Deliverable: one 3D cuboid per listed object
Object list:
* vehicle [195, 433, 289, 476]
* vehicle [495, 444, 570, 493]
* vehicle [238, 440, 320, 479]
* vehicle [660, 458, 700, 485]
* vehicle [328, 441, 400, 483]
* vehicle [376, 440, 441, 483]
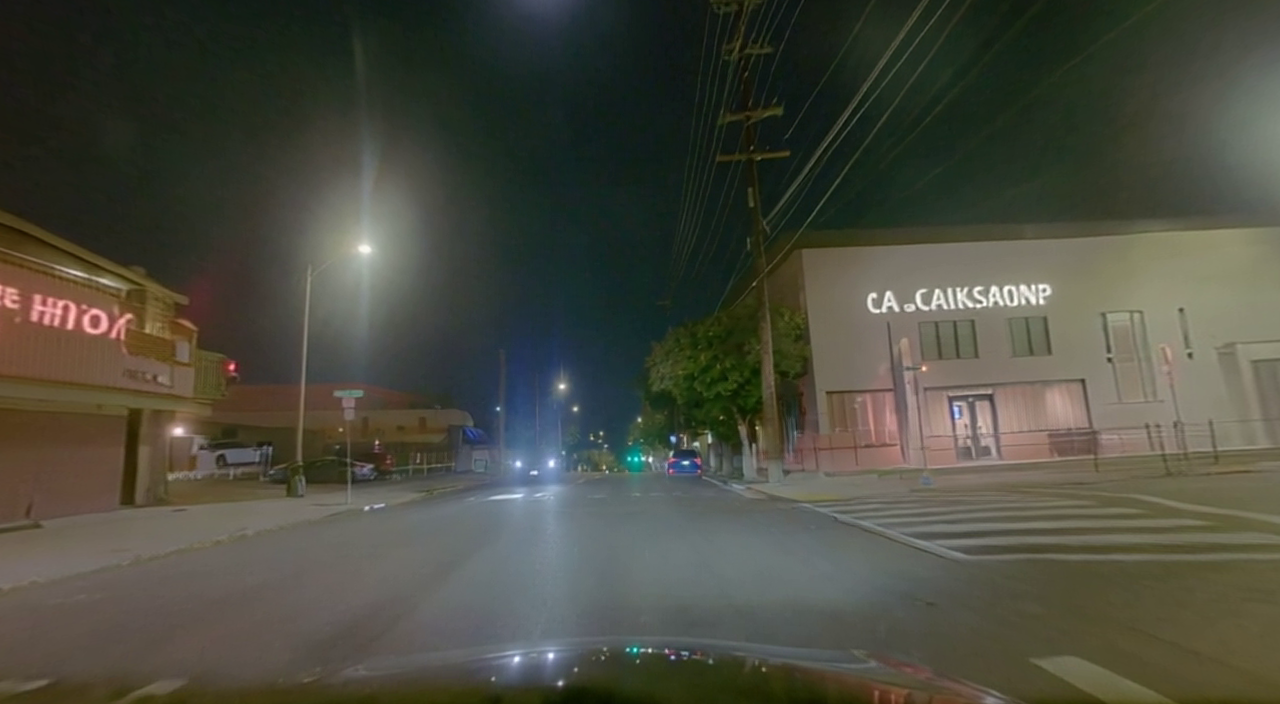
[{"bbox_3d":[-27.967,7.202,44.769,2.249,2.760,6.636,0,-8,0],"label":"vehicle"},{"bbox_3d":[-4.583,5.041,27.840,2.495,1.966,4.846,0,-8,-1],"label":"vehicle"},{"bbox_3d":[-25.283,7.515,44.621,2.288,2.514,5.886,0,-8,0],"label":"vehicle"},{"bbox_3d":[2.253,6.888,36.660,1.877,1.373,3.854,0,-8,-3],"label":"vehicle"},{"bbox_3d":[-19.323,7.653,44.581,2.256,2.668,5.979,0,-7,1],"label":"vehicle"},{"bbox_3d":[-16.392,7.767,45.121,2.715,2.789,6.225,0,-10,-5],"label":"vehicle"}]
